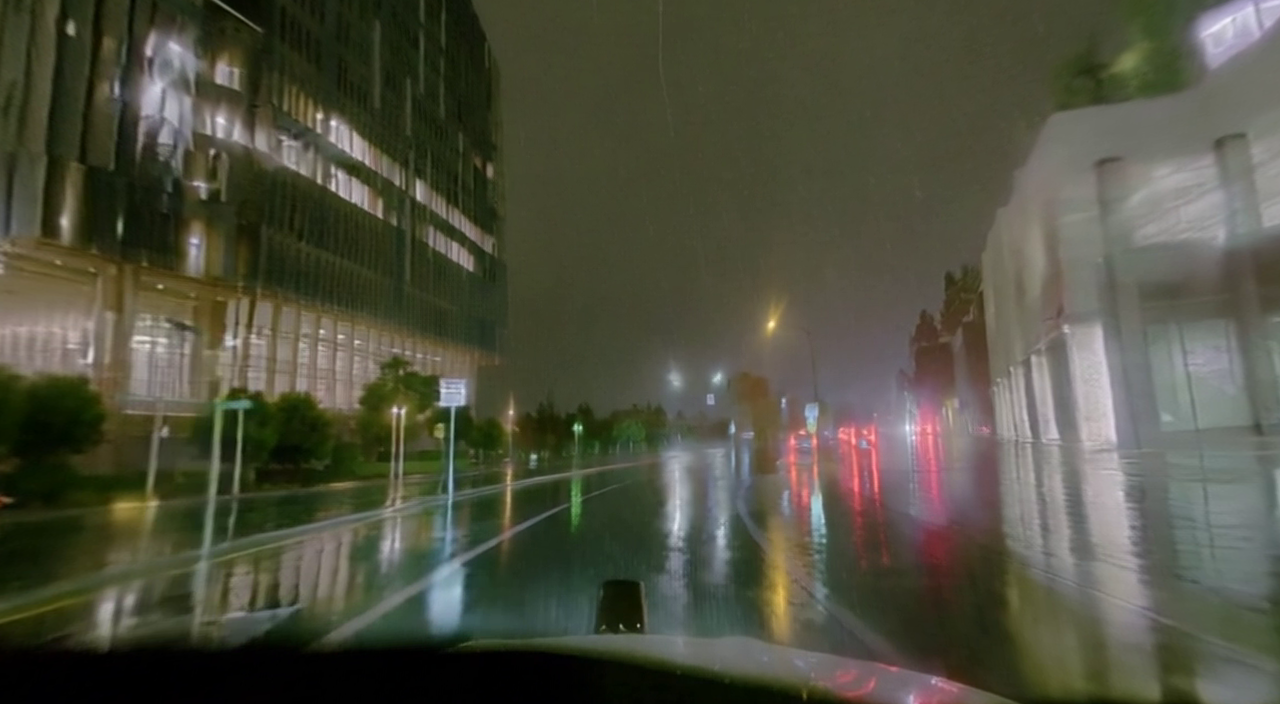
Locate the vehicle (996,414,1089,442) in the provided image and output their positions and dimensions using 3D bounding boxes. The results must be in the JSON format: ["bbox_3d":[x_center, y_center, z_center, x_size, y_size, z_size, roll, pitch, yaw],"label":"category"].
[{"bbox_3d":[27.405,5.231,43.106,2.014,1.757,4.871,8,-12,-43],"label":"vehicle"}]
